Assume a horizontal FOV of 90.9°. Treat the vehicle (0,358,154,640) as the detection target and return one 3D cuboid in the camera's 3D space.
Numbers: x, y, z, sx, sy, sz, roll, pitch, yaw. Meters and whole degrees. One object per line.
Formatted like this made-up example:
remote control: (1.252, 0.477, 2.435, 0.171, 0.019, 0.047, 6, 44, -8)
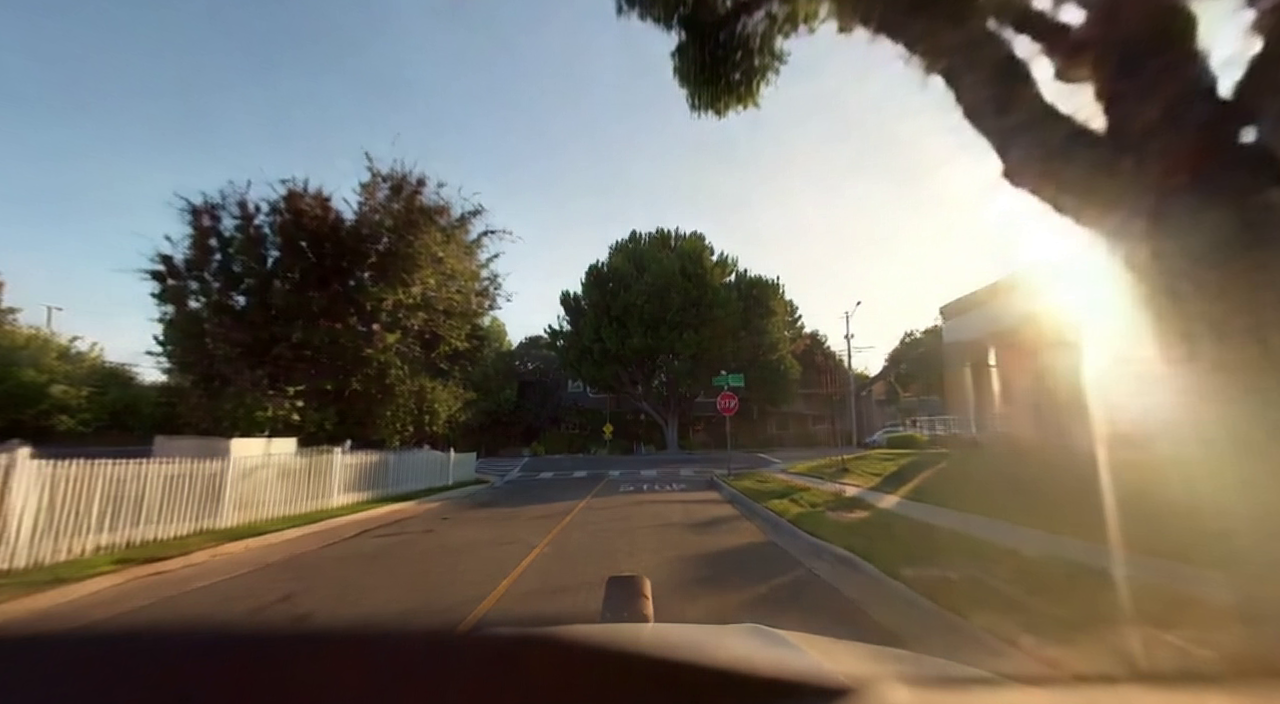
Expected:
vehicle: (-5.602, 0.795, 2.488, 2.308, 1.899, 6.107, -1, -7, 3)
